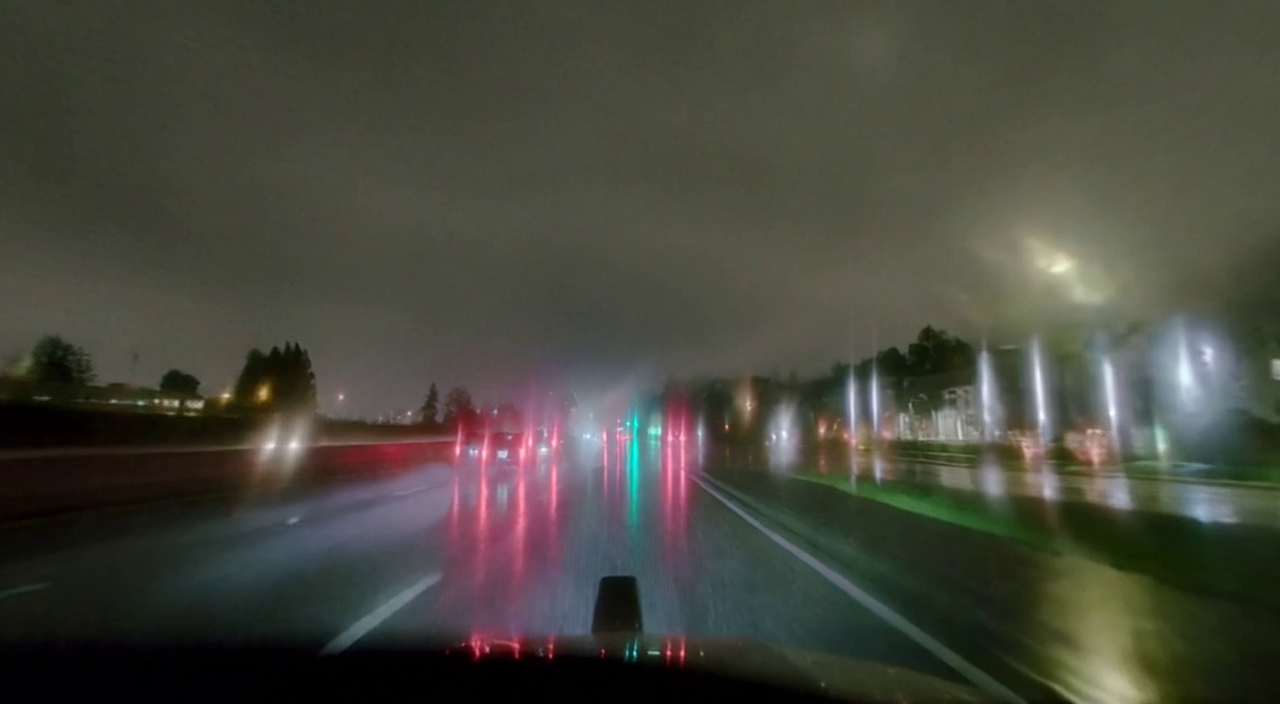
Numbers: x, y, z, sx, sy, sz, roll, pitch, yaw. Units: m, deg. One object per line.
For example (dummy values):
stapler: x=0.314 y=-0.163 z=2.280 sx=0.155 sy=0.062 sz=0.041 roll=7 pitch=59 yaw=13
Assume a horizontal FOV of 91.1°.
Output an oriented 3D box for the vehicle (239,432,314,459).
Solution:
vehicle: x=-21.345 y=5.517 z=37.117 sx=1.987 sy=1.501 sz=4.054 roll=0 pitch=-8 yaw=0

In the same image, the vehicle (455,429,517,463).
vehicle: x=-7.685 y=4.714 z=31.804 sx=1.985 sy=1.575 sz=4.453 roll=0 pitch=-8 yaw=1

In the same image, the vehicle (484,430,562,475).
vehicle: x=-4.178 y=3.664 z=23.216 sx=1.996 sy=1.490 sz=4.571 roll=0 pitch=-8 yaw=0
